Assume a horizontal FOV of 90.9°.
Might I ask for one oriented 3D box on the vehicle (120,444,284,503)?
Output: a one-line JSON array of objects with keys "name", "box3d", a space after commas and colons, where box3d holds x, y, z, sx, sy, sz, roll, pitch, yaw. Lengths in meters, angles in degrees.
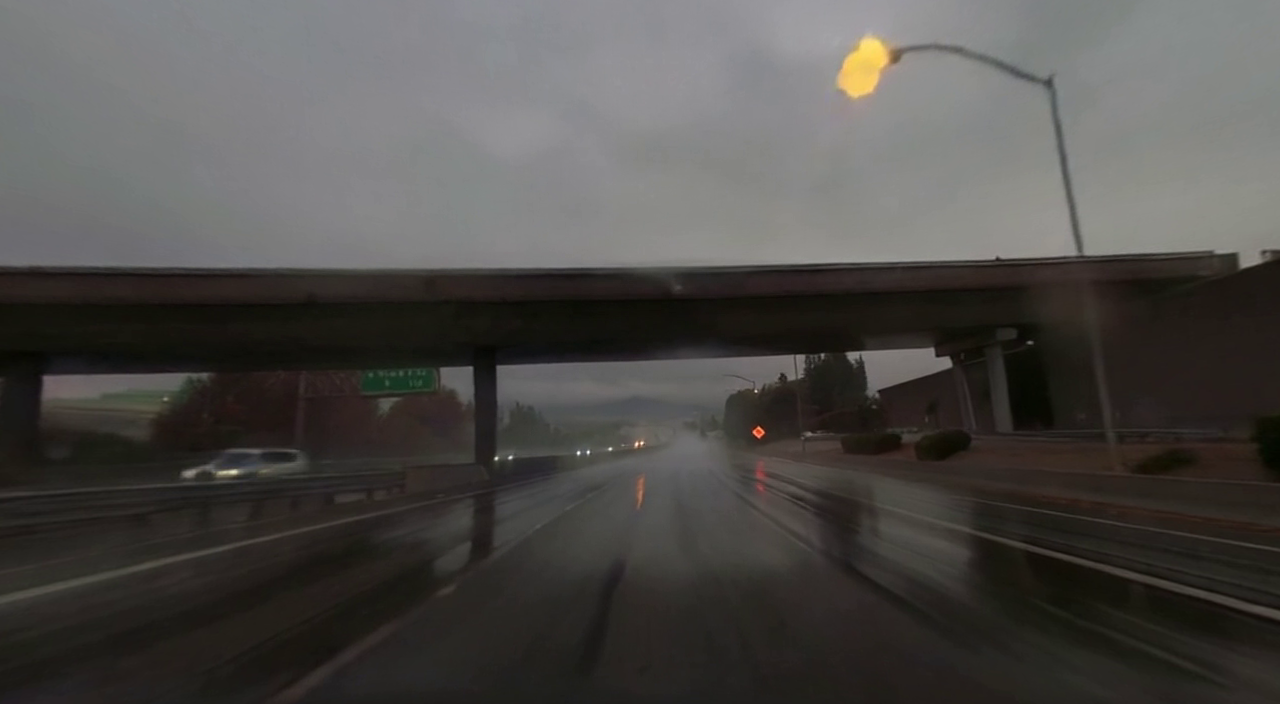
[{"name": "vehicle", "box3d": [-13.595, 3.755, 19.980, 1.960, 1.530, 4.344, -4, -9, 3]}]
